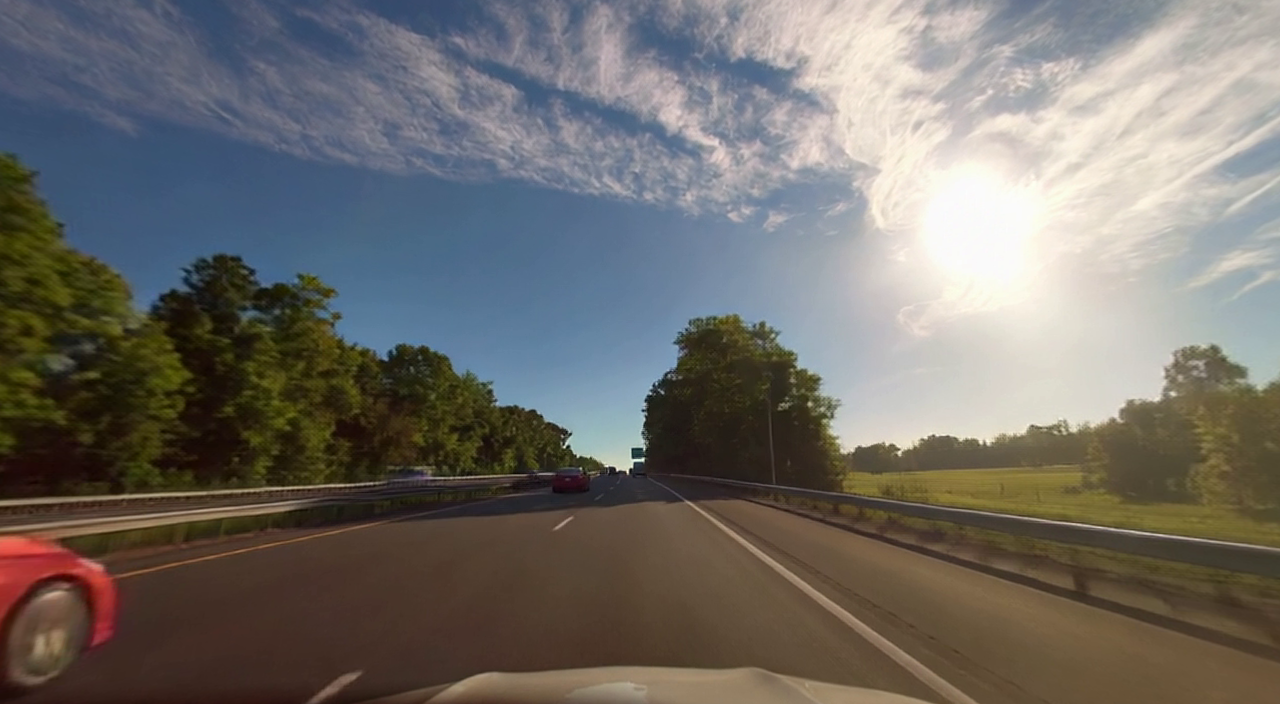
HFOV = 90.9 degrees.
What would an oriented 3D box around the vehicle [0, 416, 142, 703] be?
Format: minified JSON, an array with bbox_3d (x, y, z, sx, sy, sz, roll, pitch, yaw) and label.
[{"bbox_3d":[-4.293,0.808,1.721,2.040,1.525,4.603,1,-11,0],"label":"vehicle"}]

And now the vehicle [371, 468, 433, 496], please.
[{"bbox_3d":[-13.735,7.501,36.580,1.839,1.478,4.425,1,-11,0],"label":"vehicle"}]

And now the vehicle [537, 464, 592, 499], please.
[{"bbox_3d":[-3.552,6.244,30.599,2.006,1.516,4.820,1,-11,0],"label":"vehicle"}]
